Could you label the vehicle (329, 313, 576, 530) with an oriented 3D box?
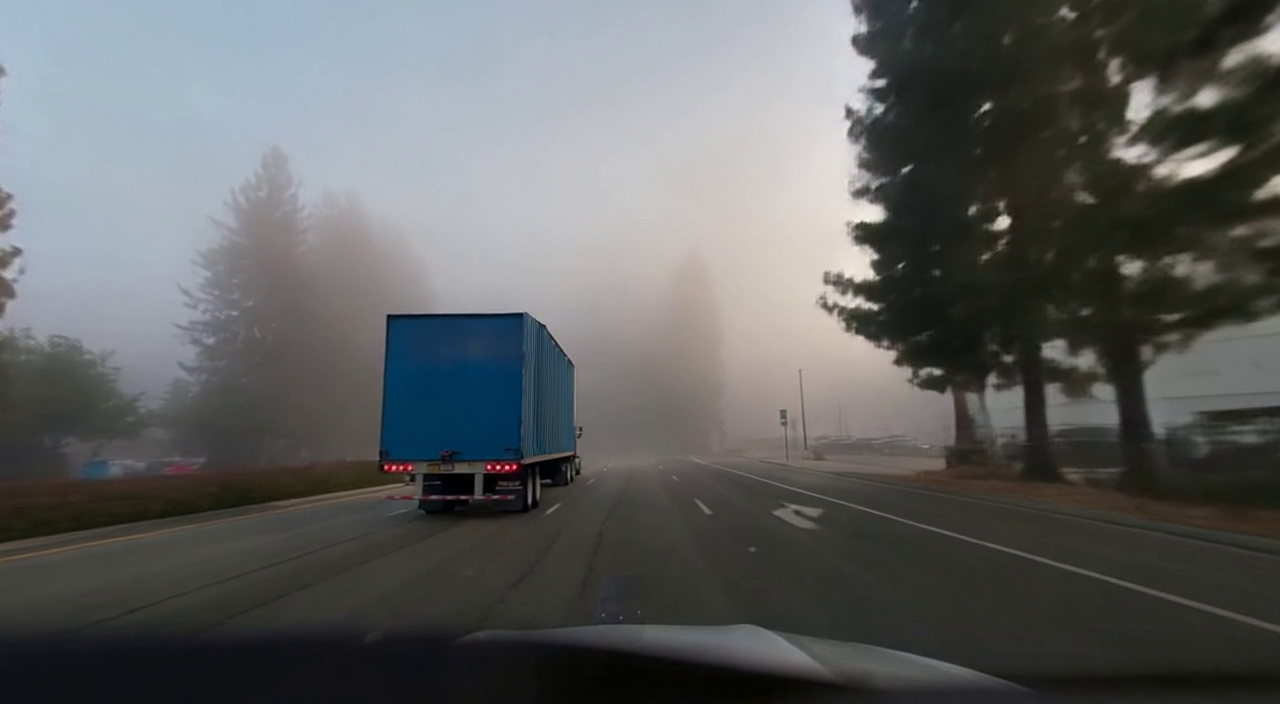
[{"bbox_3d":[-3.344,1.666,14.155,2.910,3.419,8.376,0,-8,0],"label":"vehicle"}]
